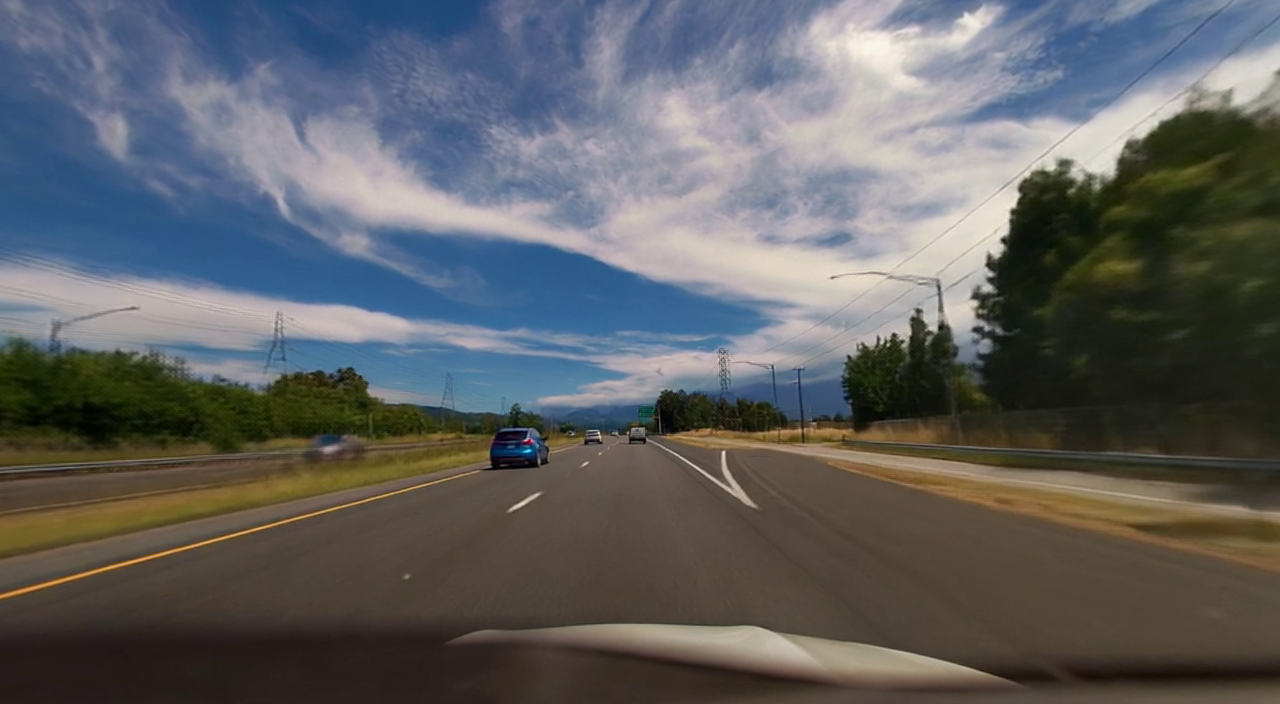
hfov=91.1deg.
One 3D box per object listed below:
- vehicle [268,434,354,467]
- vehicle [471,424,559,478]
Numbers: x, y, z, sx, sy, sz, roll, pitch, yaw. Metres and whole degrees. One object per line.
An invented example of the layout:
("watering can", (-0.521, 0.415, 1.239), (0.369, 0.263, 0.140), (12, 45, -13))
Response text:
("vehicle", (-16.449, 4.919, 31.708), (1.892, 1.530, 4.482), (0, -8, 0))
("vehicle", (-3.958, 3.203, 20.733), (2.023, 1.580, 4.259), (0, -8, 0))
